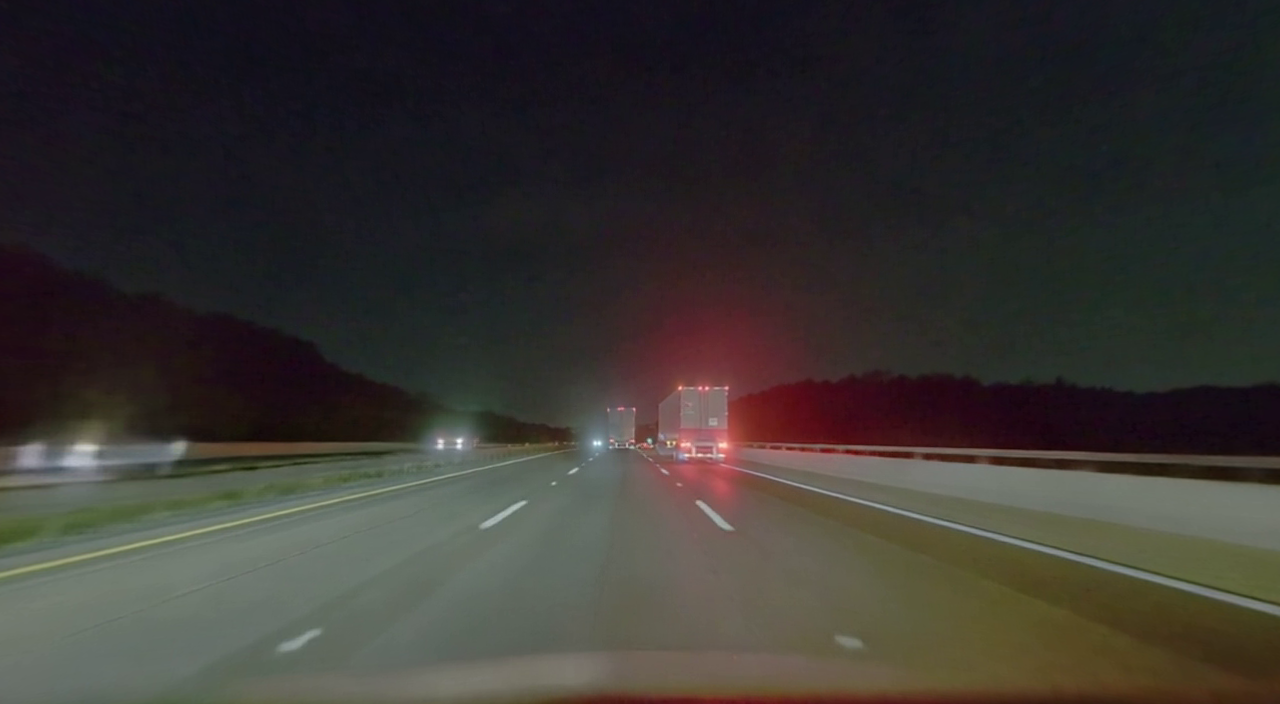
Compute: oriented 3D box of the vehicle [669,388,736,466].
[{"bbox_3d":[3.433,4.462,37.000,2.873,3.998,8.286,0,-8,-2],"label":"vehicle"}]
